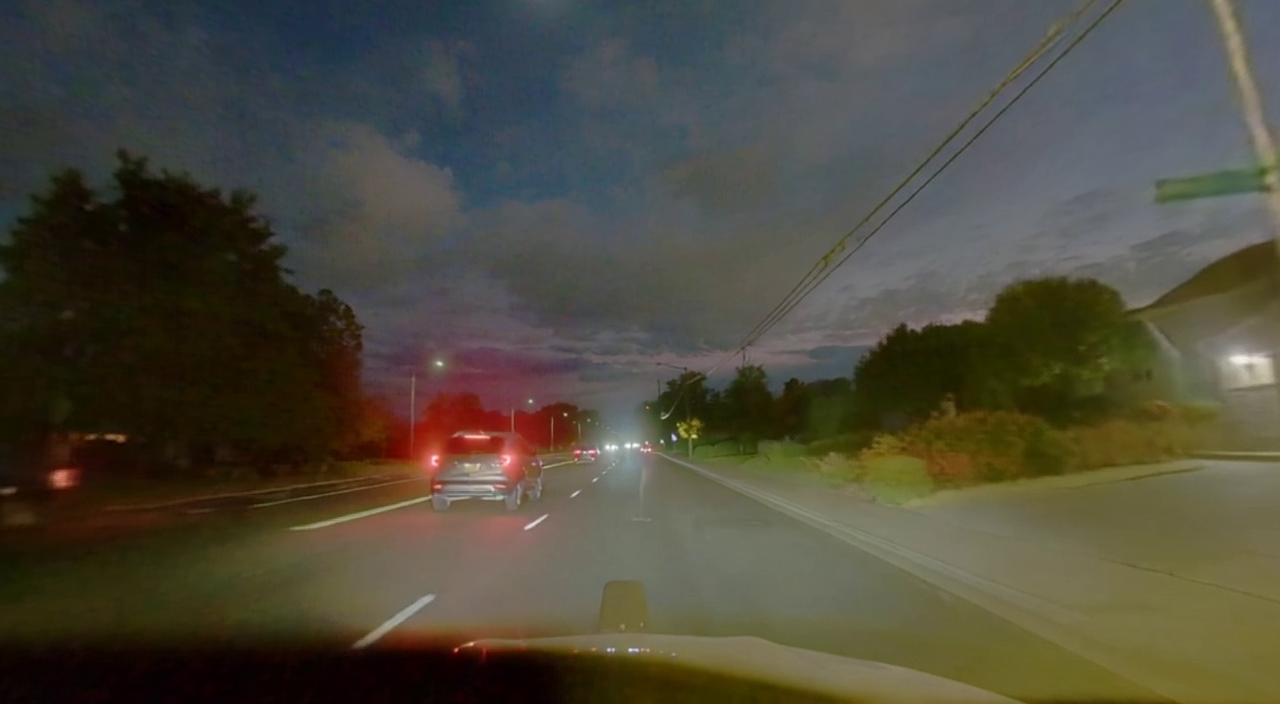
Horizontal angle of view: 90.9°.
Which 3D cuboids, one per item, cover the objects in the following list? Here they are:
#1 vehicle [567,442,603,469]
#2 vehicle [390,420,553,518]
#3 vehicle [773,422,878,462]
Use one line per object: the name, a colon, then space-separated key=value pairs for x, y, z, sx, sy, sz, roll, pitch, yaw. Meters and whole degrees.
vehicle: x=-3.184 y=6.046 z=36.991 sx=1.802 sy=1.528 sz=3.490 roll=0 pitch=-8 yaw=0
vehicle: x=-3.358 y=2.446 z=13.655 sx=2.190 sy=1.766 sz=4.394 roll=0 pitch=-8 yaw=2
vehicle: x=9.763 y=4.797 z=33.544 sx=4.944 sy=2.023 sz=1.973 roll=0 pitch=-8 yaw=1
